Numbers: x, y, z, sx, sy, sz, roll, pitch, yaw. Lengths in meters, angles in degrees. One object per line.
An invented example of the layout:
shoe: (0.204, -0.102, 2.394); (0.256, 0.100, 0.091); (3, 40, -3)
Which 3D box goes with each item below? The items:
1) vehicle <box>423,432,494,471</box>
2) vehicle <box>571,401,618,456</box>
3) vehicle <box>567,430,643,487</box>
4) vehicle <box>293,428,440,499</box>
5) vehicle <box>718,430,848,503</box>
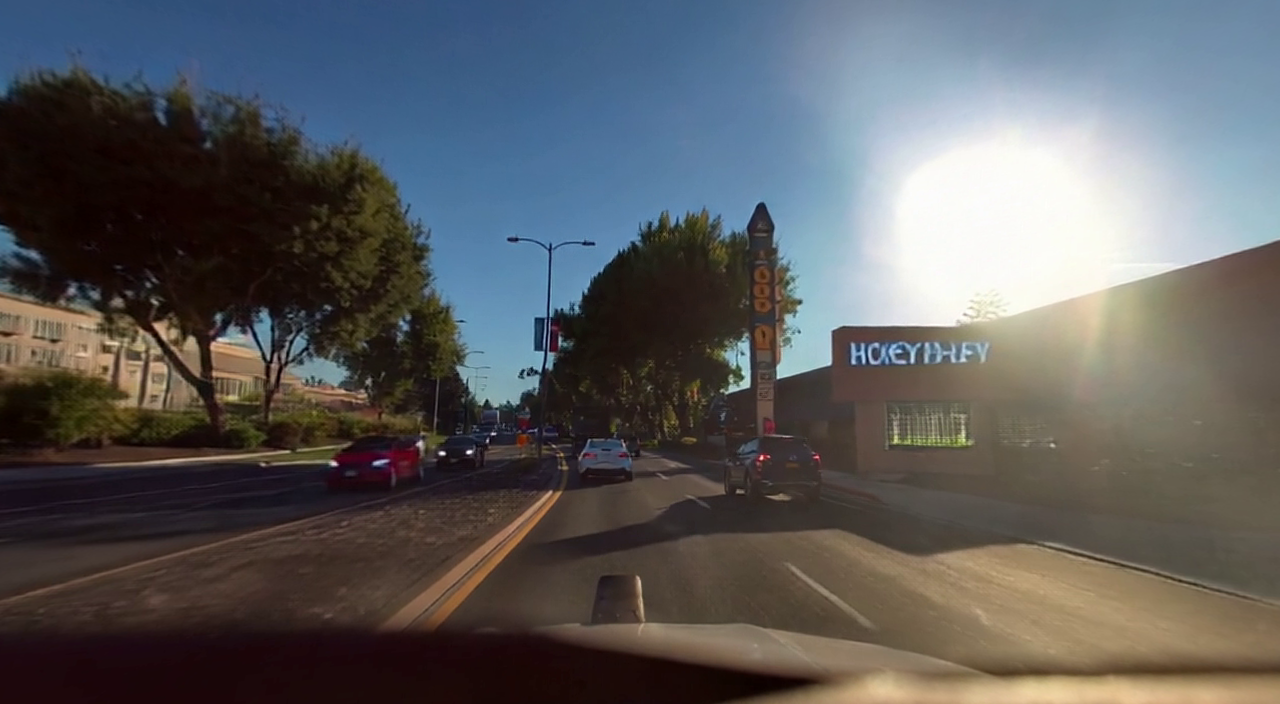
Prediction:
vehicle: (-7.681, 4.237, 27.163); (1.984, 1.486, 4.708); (1, -8, -4)
vehicle: (-3.282, 5.379, 43.873); (2.917, 3.482, 6.946); (1, -8, -7)
vehicle: (-1.054, 3.039, 18.300); (1.991, 1.472, 3.518); (1, -8, -5)
vehicle: (-6.682, 2.740, 15.979); (2.007, 1.532, 4.266); (1, -8, -3)
vehicle: (3.183, 2.614, 14.919); (1.889, 1.480, 3.876); (1, -8, -5)
